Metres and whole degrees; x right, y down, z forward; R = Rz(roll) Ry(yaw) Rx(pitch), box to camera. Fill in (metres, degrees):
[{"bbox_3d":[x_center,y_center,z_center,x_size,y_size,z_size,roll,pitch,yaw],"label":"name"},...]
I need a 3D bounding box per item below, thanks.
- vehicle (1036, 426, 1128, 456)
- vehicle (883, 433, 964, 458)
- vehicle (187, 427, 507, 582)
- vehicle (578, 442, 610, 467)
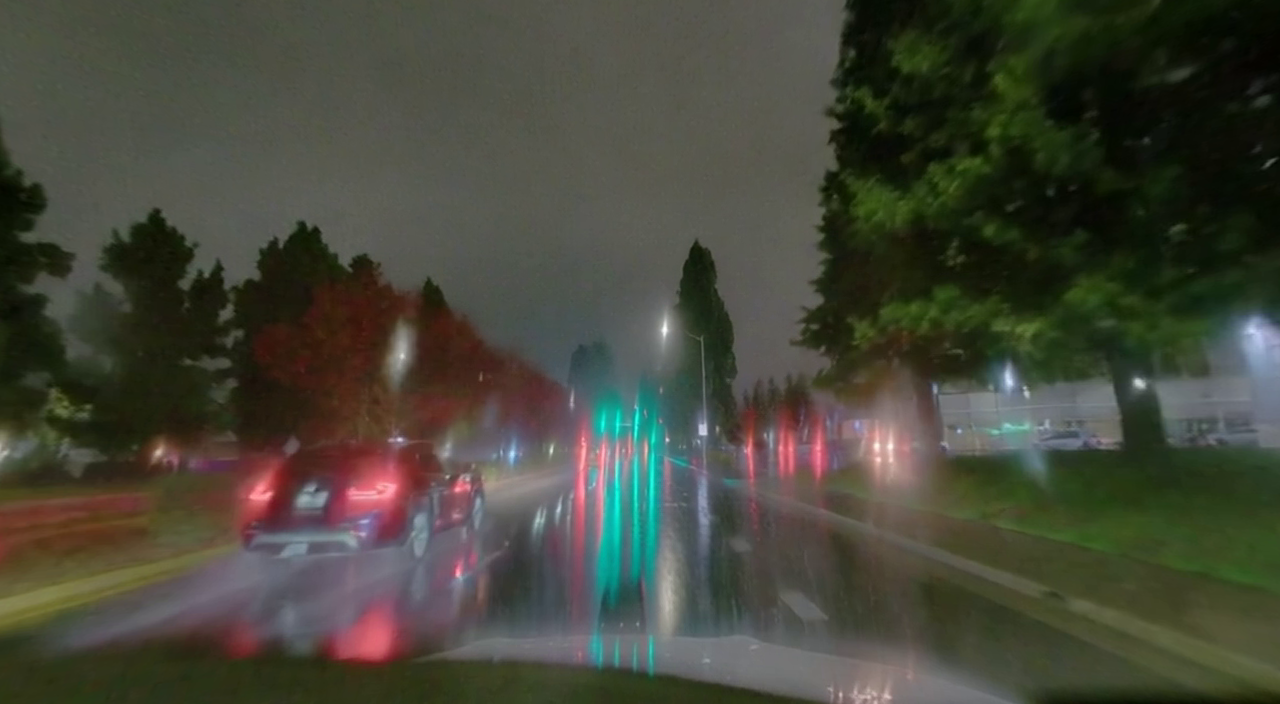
[{"bbox_3d":[27.273,5.580,39.218,1.837,1.720,4.764,1,-9,-7],"label":"vehicle"},{"bbox_3d":[19.512,6.447,43.593,4.465,1.587,2.178,0,-11,-6],"label":"vehicle"},{"bbox_3d":[-3.388,1.870,8.690,2.011,1.498,4.914,0,-9,1],"label":"vehicle"},{"bbox_3d":[-3.433,7.763,47.957,2.138,1.733,4.427,0,-9,0],"label":"vehicle"}]
